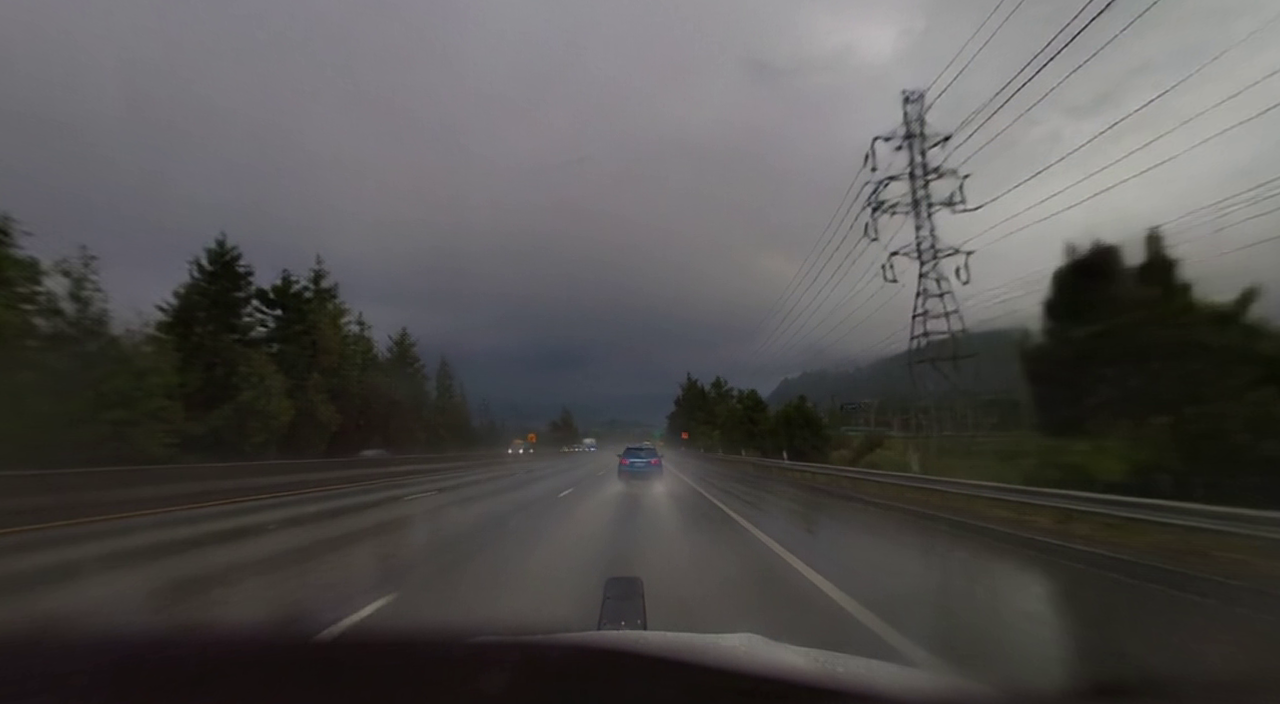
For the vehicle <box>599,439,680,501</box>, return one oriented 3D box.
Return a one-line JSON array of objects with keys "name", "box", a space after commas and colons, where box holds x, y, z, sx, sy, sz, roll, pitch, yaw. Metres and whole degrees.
[{"name": "vehicle", "box": [-0.048, 3.201, 17.491, 1.966, 1.499, 4.298, 0, -9, -1]}]
